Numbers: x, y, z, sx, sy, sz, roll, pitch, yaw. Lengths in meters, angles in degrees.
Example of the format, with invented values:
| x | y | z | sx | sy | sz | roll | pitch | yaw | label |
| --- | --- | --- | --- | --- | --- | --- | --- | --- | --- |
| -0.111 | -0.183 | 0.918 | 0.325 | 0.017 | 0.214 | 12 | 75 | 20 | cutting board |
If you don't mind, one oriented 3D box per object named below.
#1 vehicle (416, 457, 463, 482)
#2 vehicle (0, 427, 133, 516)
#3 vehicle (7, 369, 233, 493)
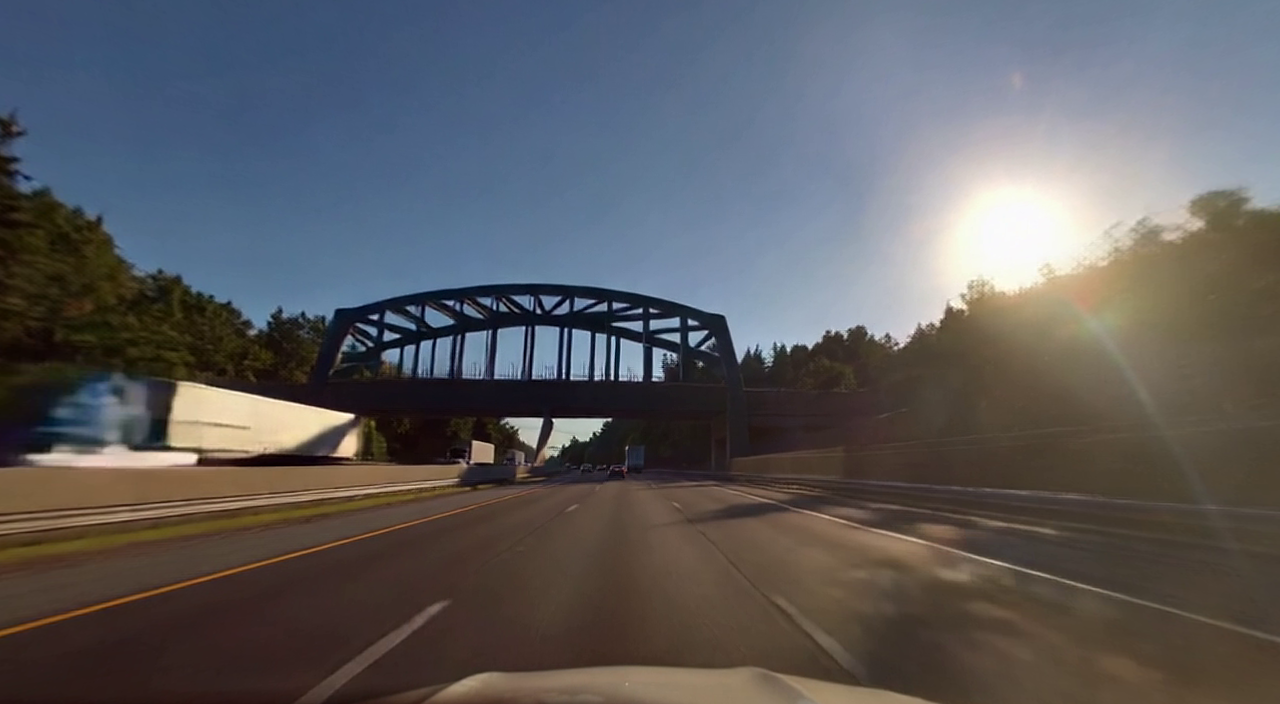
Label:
| x | y | z | sx | sy | sz | roll | pitch | yaw | label |
| --- | --- | --- | --- | --- | --- | --- | --- | --- | --- |
| -12.967 | 7.628 | 40.938 | 1.834 | 1.464 | 3.783 | 1 | -10 | -1 | vehicle |
| -12.061 | 2.185 | 11.566 | 1.875 | 1.516 | 4.293 | 1 | -10 | 0 | vehicle |
| -18.700 | 3.065 | 23.354 | 2.942 | 3.979 | 5.819 | 0 | -10 | 2 | vehicle |
